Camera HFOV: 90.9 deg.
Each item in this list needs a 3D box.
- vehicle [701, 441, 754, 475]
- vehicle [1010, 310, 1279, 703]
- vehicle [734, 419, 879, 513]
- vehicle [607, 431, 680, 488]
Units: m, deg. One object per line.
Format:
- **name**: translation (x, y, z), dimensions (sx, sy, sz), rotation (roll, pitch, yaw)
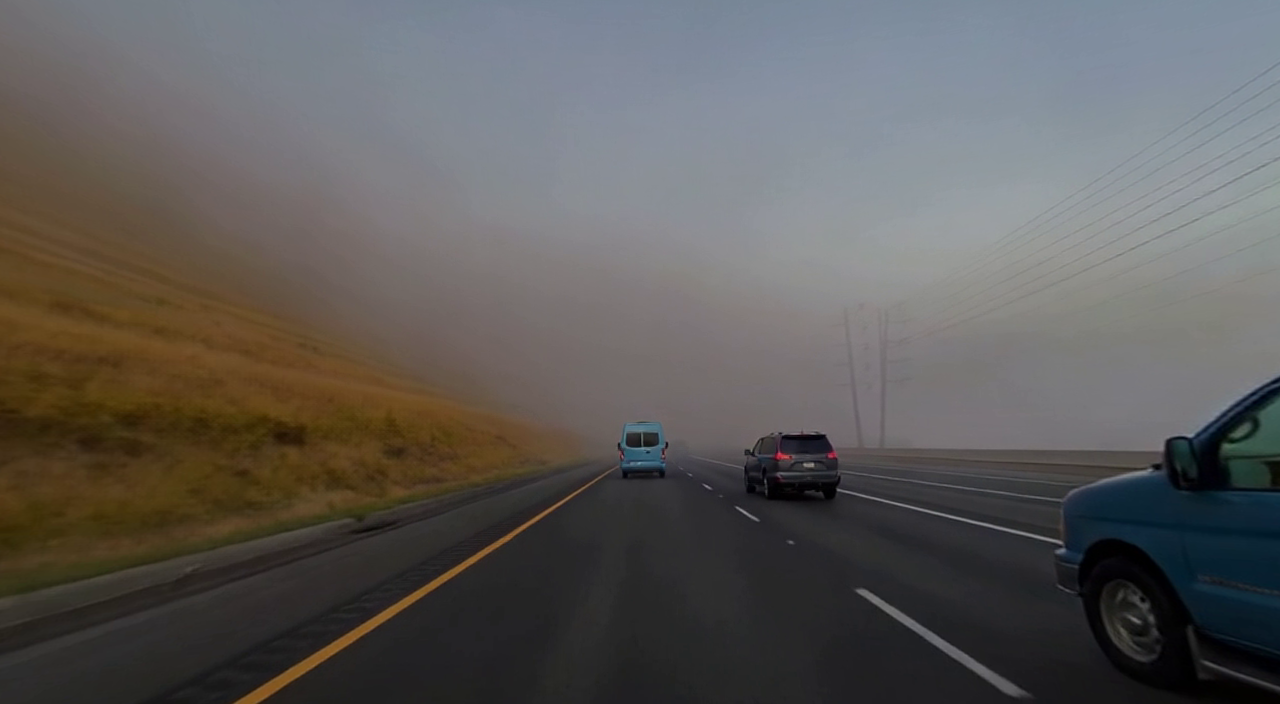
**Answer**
- **vehicle**: translation (4.092, 5.029, 30.117), dimensions (1.938, 1.466, 4.356), rotation (0, -9, 0)
- **vehicle**: translation (3.963, 0.619, 1.441), dimensions (2.691, 1.901, 5.744), rotation (0, -9, -1)
- **vehicle**: translation (3.605, 2.575, 14.690), dimensions (2.139, 1.821, 4.480), rotation (0, -8, 0)
- **vehicle**: translation (0.159, 3.700, 21.963), dimensions (2.268, 1.772, 4.523), rotation (0, -9, 1)
